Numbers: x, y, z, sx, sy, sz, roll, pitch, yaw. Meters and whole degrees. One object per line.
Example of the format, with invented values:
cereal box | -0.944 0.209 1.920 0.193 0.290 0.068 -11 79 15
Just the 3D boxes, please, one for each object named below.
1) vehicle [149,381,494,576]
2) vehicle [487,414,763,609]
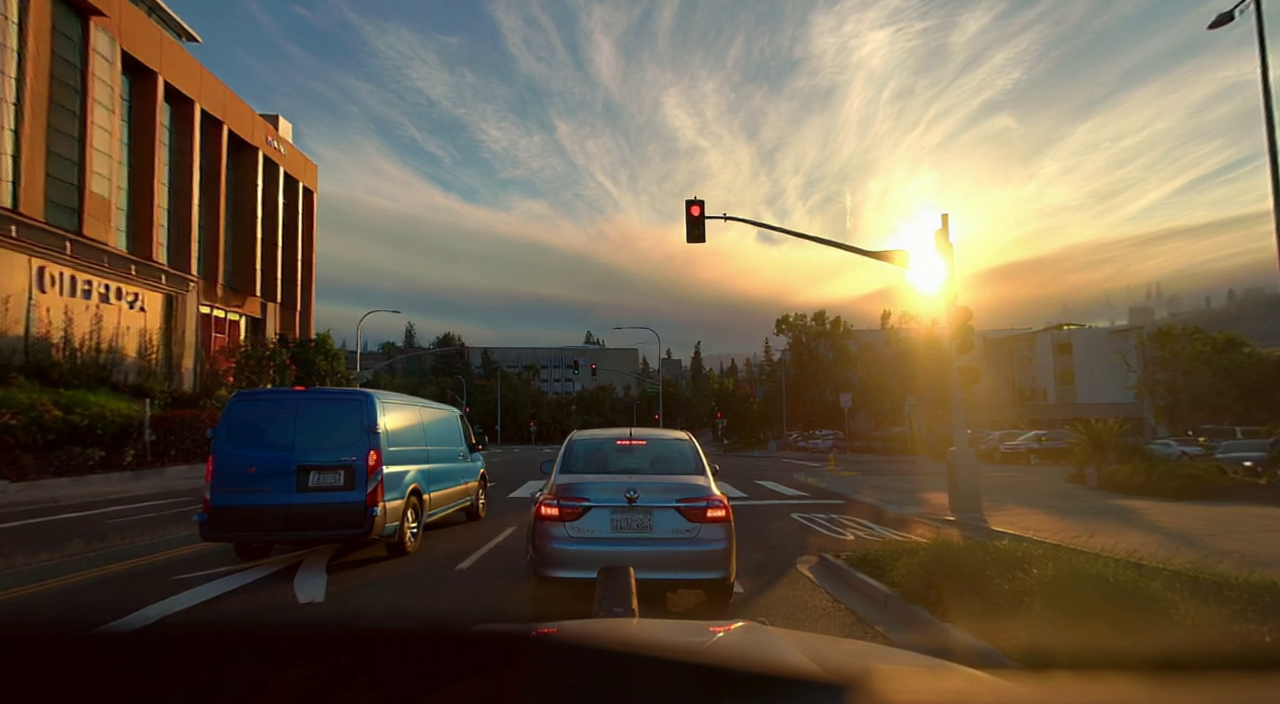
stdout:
vehicle | -3.583 1.524 8.522 2.076 1.820 5.100 0 -8 -1
vehicle | -0.116 1.466 6.762 2.064 1.452 3.942 0 -8 0
